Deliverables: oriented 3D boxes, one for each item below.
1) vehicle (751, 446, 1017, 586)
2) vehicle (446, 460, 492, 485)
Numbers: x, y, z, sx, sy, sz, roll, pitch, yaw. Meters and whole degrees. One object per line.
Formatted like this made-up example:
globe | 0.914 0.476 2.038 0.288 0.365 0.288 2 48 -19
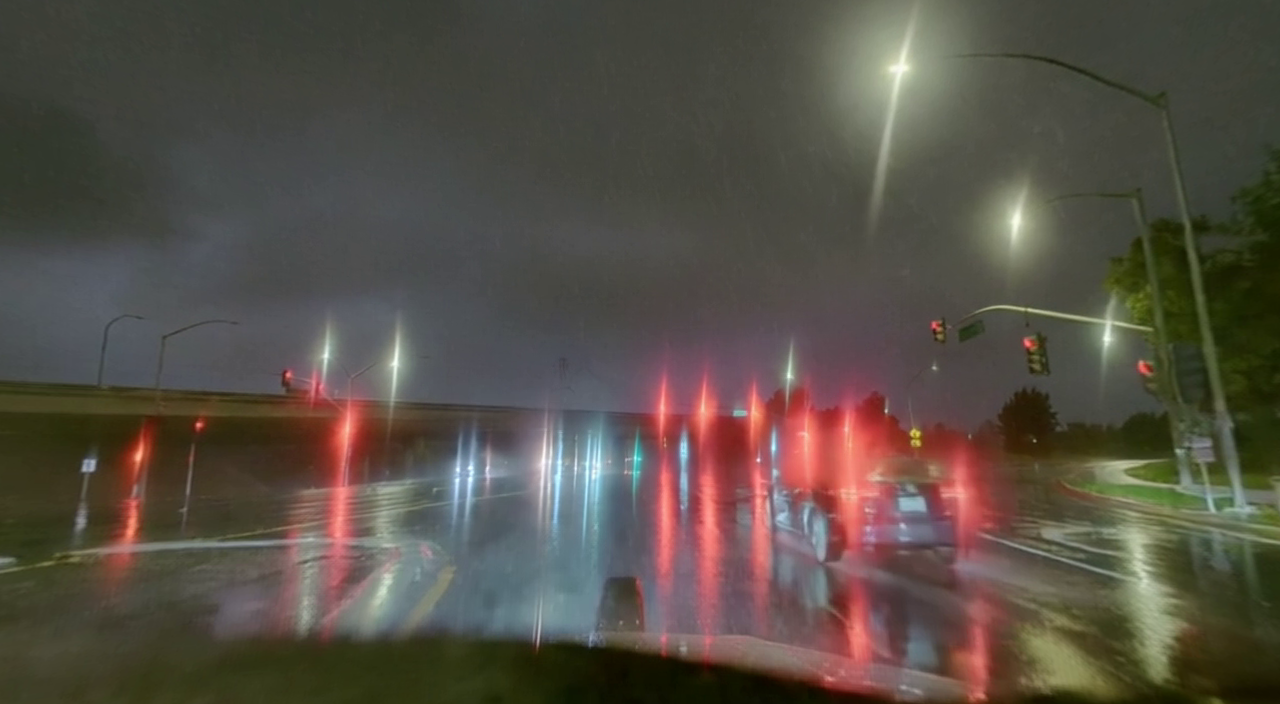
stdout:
vehicle | 2.953 2.068 8.924 1.909 1.425 4.521 0 -9 0
vehicle | -12.782 9.013 47.519 2.126 1.506 5.411 -3 -9 -2
